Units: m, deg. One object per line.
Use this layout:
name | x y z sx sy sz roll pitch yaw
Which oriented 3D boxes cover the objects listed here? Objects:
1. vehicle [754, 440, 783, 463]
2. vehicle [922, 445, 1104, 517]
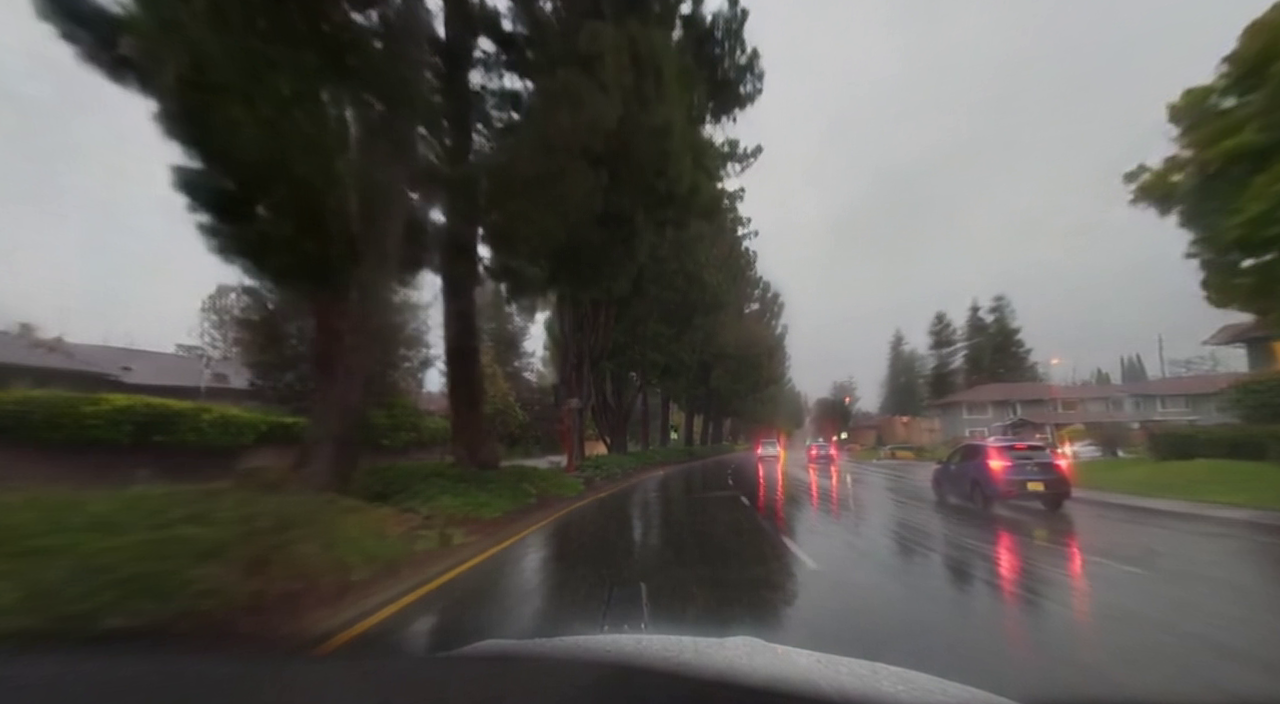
vehicle | 9.983 7.710 49.152 1.991 1.684 4.127 -2 -8 10
vehicle | 8.568 2.945 15.040 1.855 1.444 4.389 -1 -8 3
